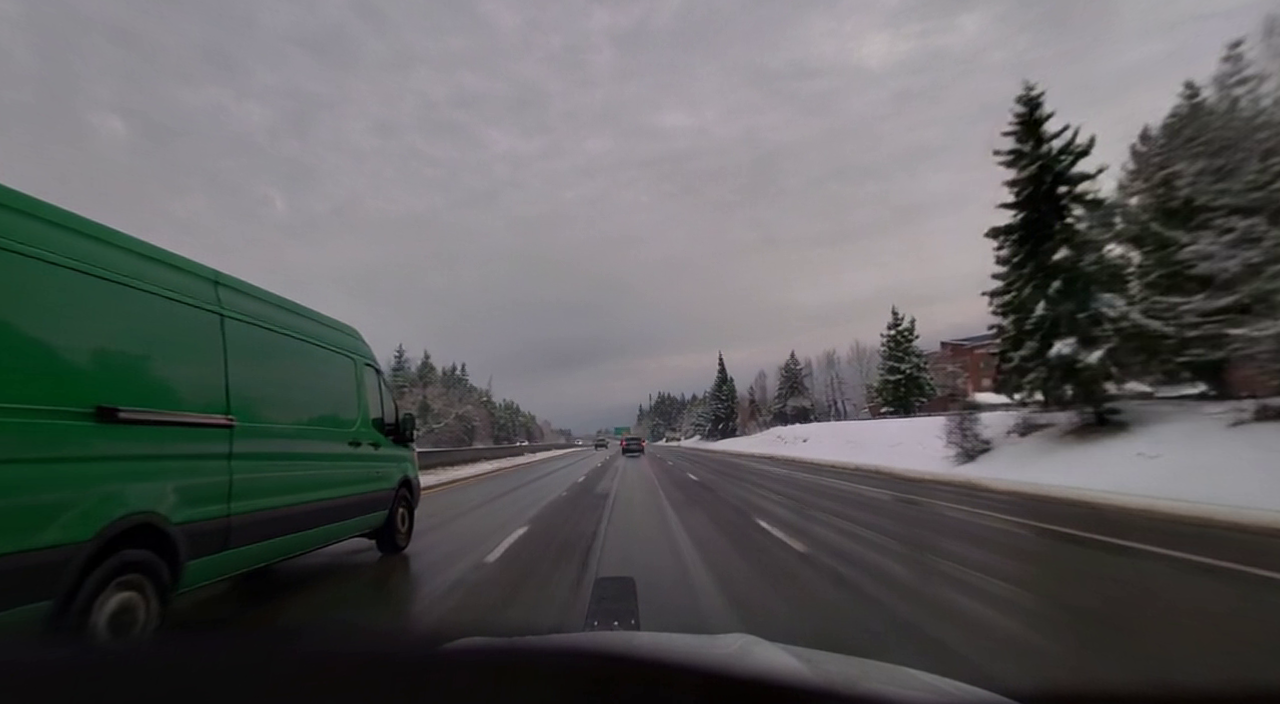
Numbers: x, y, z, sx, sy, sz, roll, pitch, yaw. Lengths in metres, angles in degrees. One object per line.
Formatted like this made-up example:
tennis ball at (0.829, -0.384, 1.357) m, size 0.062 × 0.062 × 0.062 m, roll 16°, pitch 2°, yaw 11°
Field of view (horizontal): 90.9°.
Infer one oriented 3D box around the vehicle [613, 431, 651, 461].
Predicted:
vehicle at (-0.464, 5.458, 36.701) m, size 2.104 × 1.646 × 4.176 m, roll 0°, pitch -8°, yaw -1°

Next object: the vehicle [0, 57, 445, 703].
vehicle at (-3.464, 0.597, 4.419) m, size 2.424 × 2.577 × 5.828 m, roll 0°, pitch -8°, yaw -1°
